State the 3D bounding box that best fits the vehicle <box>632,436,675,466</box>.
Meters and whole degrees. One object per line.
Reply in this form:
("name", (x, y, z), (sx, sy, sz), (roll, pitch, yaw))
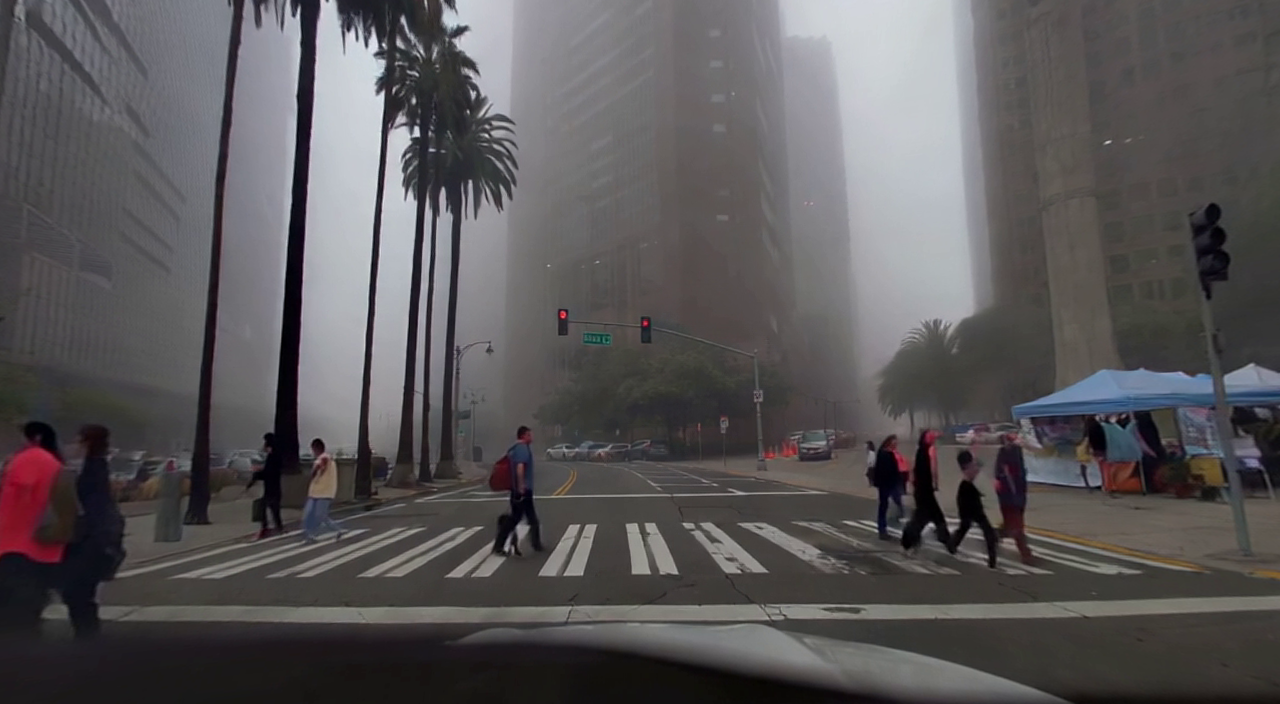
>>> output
("vehicle", (0.904, 7.288, 46.662), (2.322, 2.071, 5.366), (1, -9, -9))
